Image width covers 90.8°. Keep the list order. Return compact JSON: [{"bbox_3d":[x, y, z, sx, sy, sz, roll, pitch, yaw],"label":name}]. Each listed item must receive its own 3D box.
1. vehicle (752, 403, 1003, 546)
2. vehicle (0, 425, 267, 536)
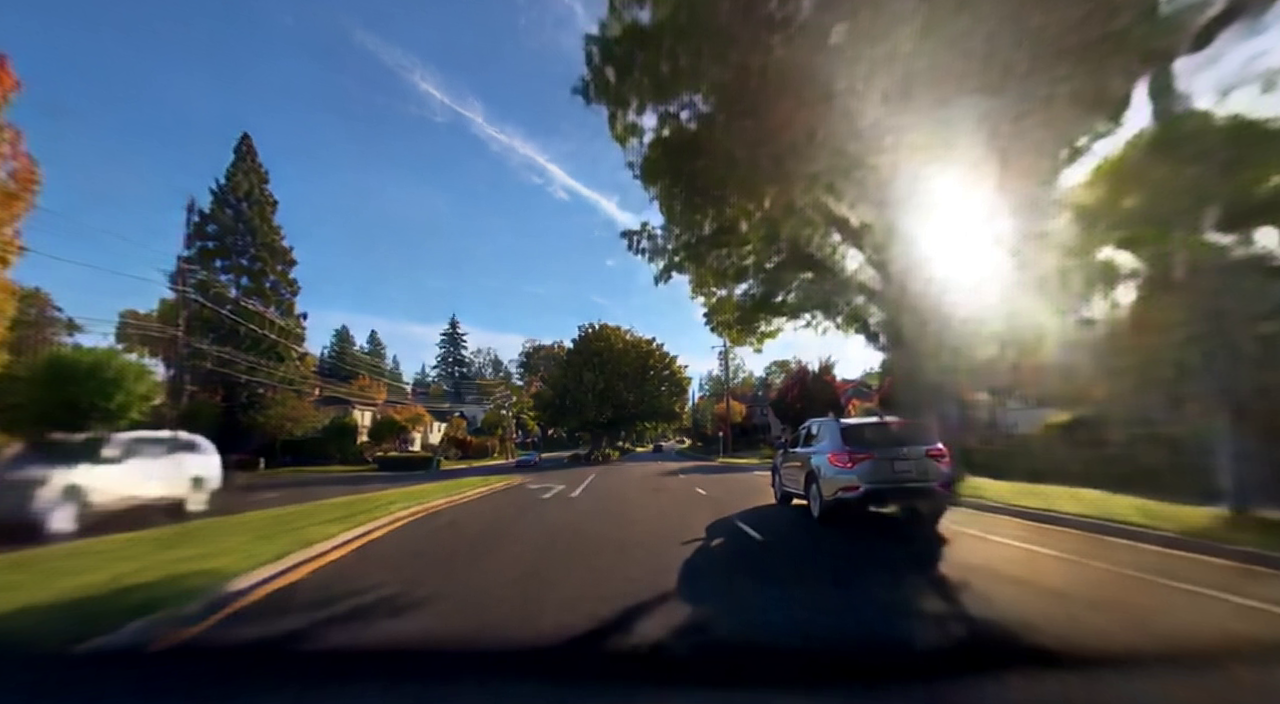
[{"bbox_3d":[3.428,1.901,10.405,2.193,1.777,4.772,0,-9,-1],"label":"vehicle"},{"bbox_3d":[-9.879,2.408,12.486,2.075,1.739,4.864,0,-9,-1],"label":"vehicle"}]
